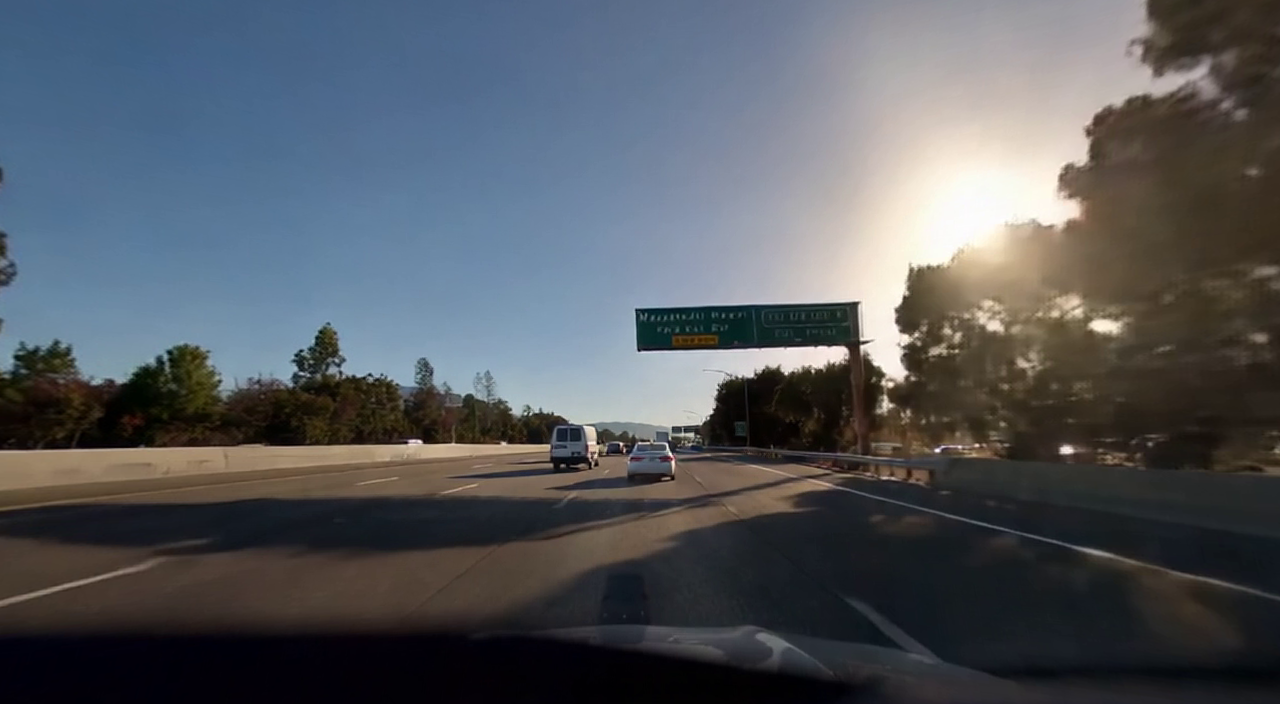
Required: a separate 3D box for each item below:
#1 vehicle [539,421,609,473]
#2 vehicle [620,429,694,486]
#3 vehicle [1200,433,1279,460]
[{"bbox_3d":[-2.881,4.328,28.774,2.526,2.146,5.594,0,-8,1],"label":"vehicle"},{"bbox_3d":[0.521,3.423,20.657,2.165,1.653,4.456,0,-8,0],"label":"vehicle"},{"bbox_3d":[38.077,5.891,39.024,1.919,1.563,4.399,2,-8,-12],"label":"vehicle"}]
